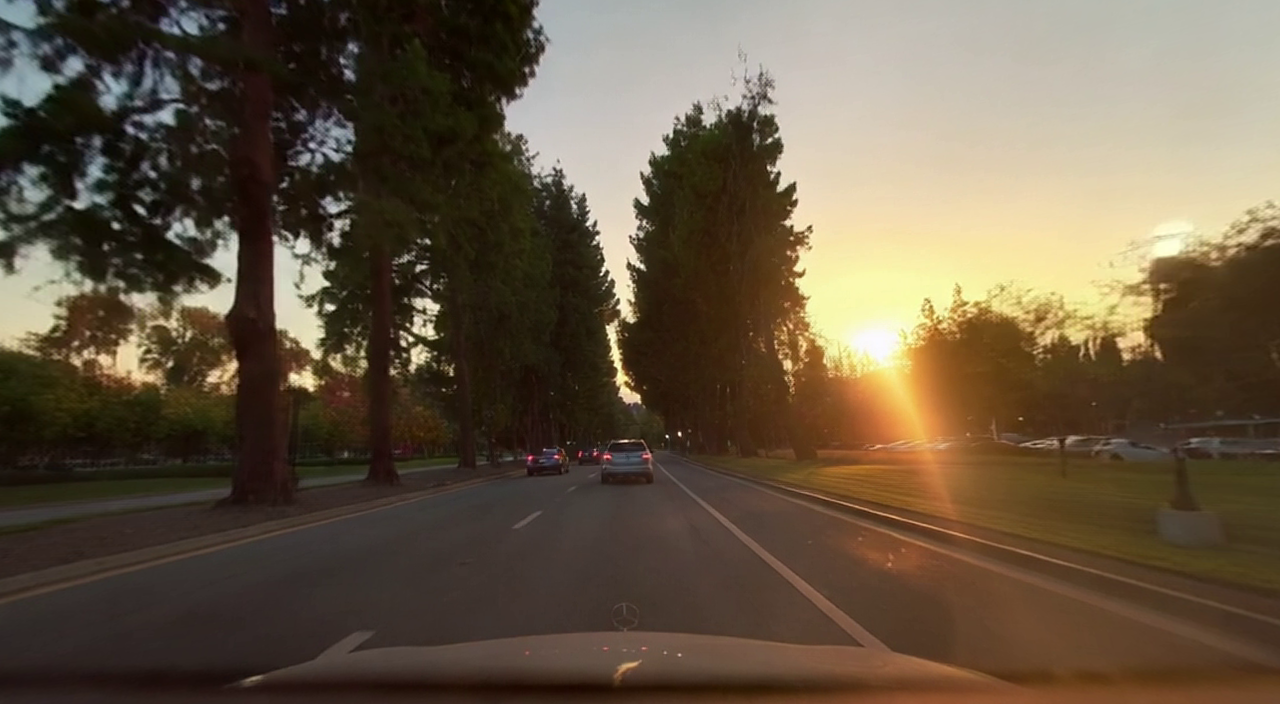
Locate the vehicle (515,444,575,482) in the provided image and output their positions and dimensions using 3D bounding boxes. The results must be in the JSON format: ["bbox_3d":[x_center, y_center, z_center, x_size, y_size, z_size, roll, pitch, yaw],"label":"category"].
[{"bbox_3d":[-4.096,4.823,27.830,1.936,1.538,4.016,0,-8,1],"label":"vehicle"}]

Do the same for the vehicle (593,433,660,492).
[{"bbox_3d":[-0.411,3.620,21.039,2.018,1.769,3.897,0,-8,0],"label":"vehicle"}]
